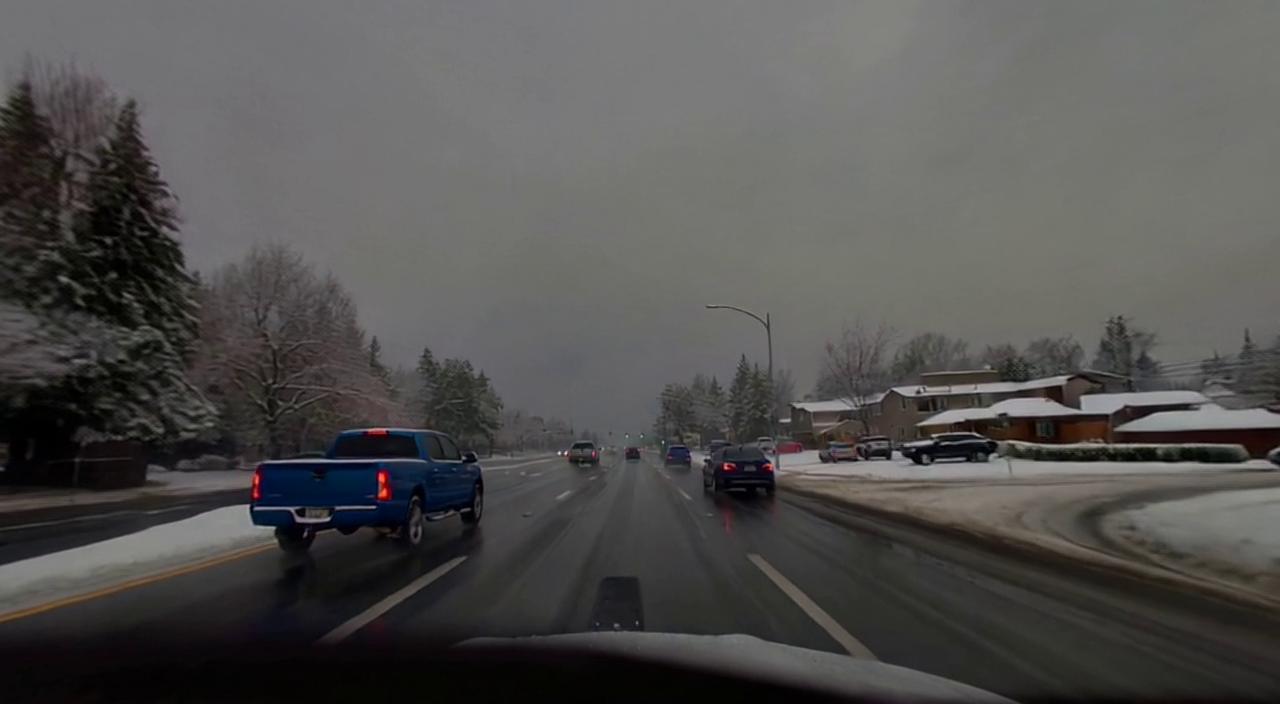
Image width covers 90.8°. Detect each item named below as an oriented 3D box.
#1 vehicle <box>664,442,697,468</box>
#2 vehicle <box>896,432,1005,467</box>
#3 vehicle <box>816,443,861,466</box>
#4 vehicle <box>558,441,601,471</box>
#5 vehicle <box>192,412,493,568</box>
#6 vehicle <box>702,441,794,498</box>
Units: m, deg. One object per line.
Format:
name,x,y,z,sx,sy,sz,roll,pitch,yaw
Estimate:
vehicle,3.064,7.969,49.016,2.099,1.845,4.363,0,-9,-2
vehicle,17.107,5.381,35.016,1.991,1.806,4.902,7,-11,-39
vehicle,13.641,7.045,43.615,1.929,1.502,4.177,-1,-9,3
vehicle,-3.823,6.667,40.647,2.218,1.829,4.492,0,-9,1
vehicle,-3.986,1.957,9.857,2.111,1.745,5.274,0,-8,0
vehicle,3.032,3.394,18.655,1.884,1.463,4.195,0,-8,-1
